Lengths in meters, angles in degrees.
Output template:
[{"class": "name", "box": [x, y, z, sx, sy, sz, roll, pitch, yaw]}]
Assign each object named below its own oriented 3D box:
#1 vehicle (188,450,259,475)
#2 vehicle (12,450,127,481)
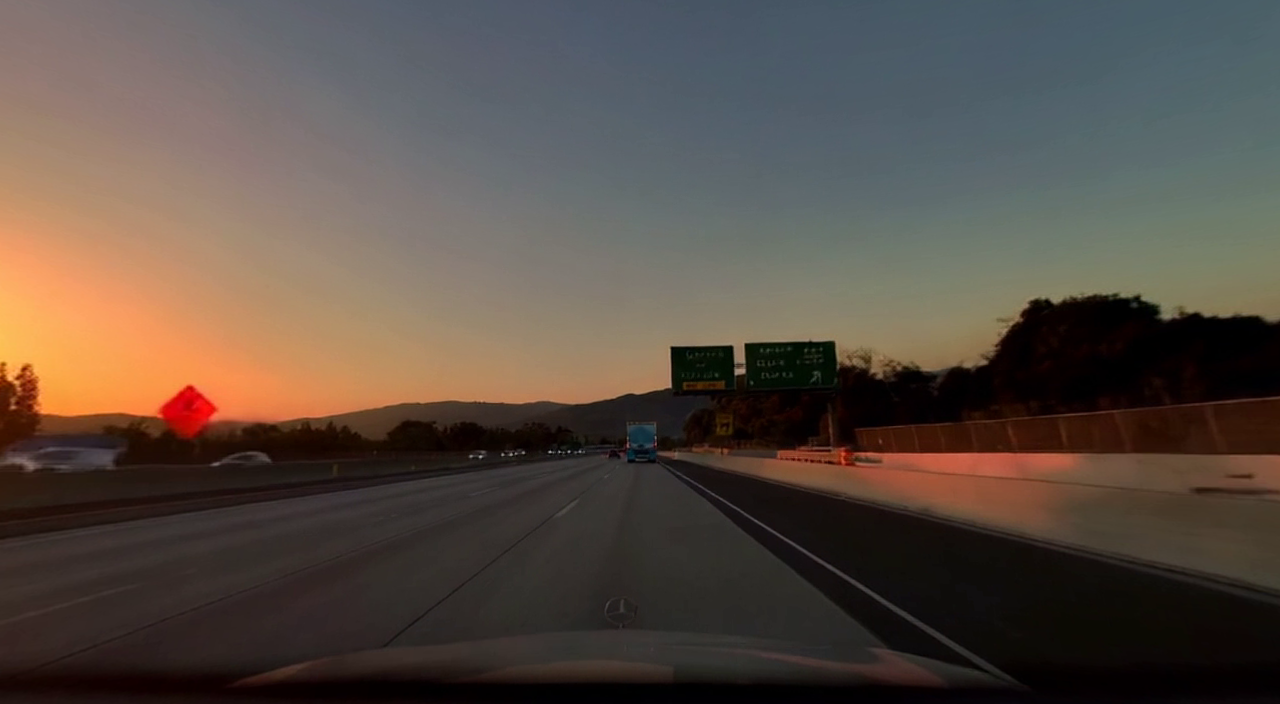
[{"class": "vehicle", "box": [-26.872, 7.139, 40.805, 1.862, 1.525, 3.987, 0, -9, 0]}, {"class": "vehicle", "box": [-33.351, 6.617, 37.067, 2.119, 1.659, 4.960, 0, -9, -1]}]
